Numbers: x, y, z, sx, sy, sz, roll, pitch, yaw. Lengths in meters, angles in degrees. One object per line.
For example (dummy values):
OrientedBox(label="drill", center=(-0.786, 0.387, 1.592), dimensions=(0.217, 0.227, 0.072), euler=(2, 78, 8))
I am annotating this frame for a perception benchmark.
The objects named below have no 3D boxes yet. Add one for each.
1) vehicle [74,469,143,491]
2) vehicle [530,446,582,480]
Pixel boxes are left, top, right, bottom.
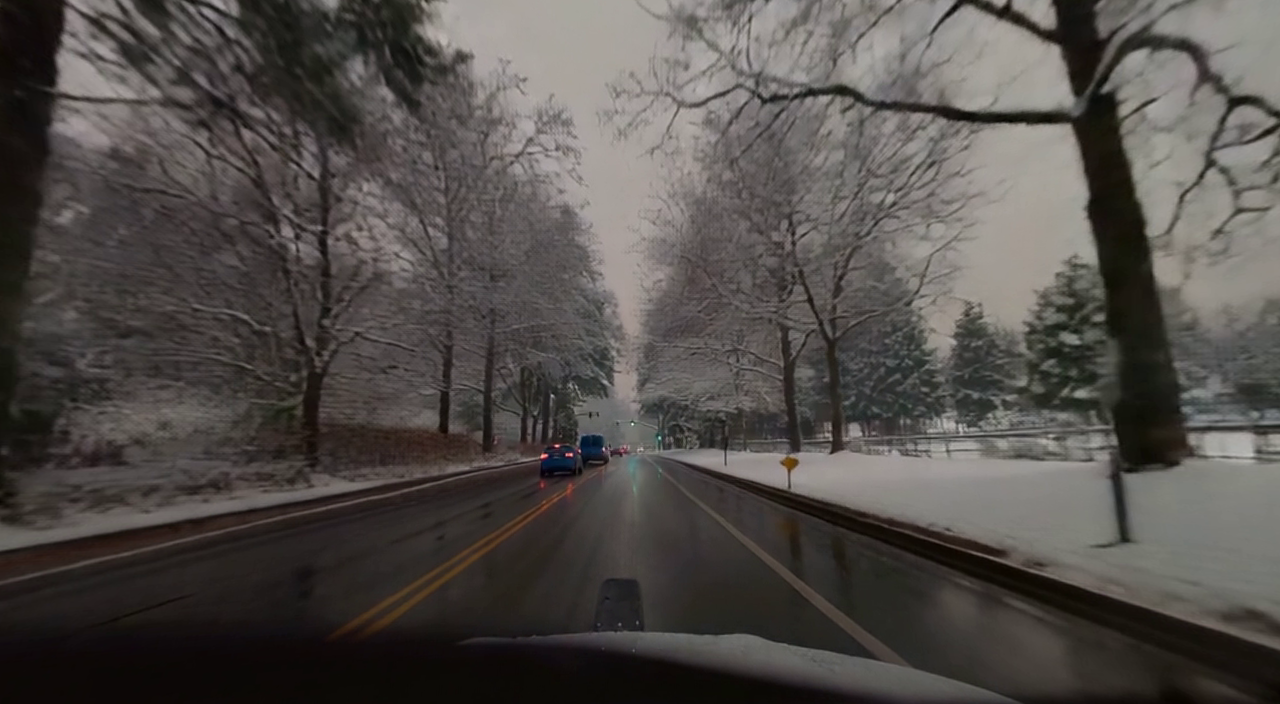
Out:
OrientedBox(label="vehicle", center=(-36.898, 8.900, 43.972), dimensions=(1.599, 1.391, 3.650), euler=(1, -10, 0))
OrientedBox(label="vehicle", center=(-3.970, 5.292, 30.371), dimensions=(2.009, 1.473, 4.028), euler=(0, -9, -1))
